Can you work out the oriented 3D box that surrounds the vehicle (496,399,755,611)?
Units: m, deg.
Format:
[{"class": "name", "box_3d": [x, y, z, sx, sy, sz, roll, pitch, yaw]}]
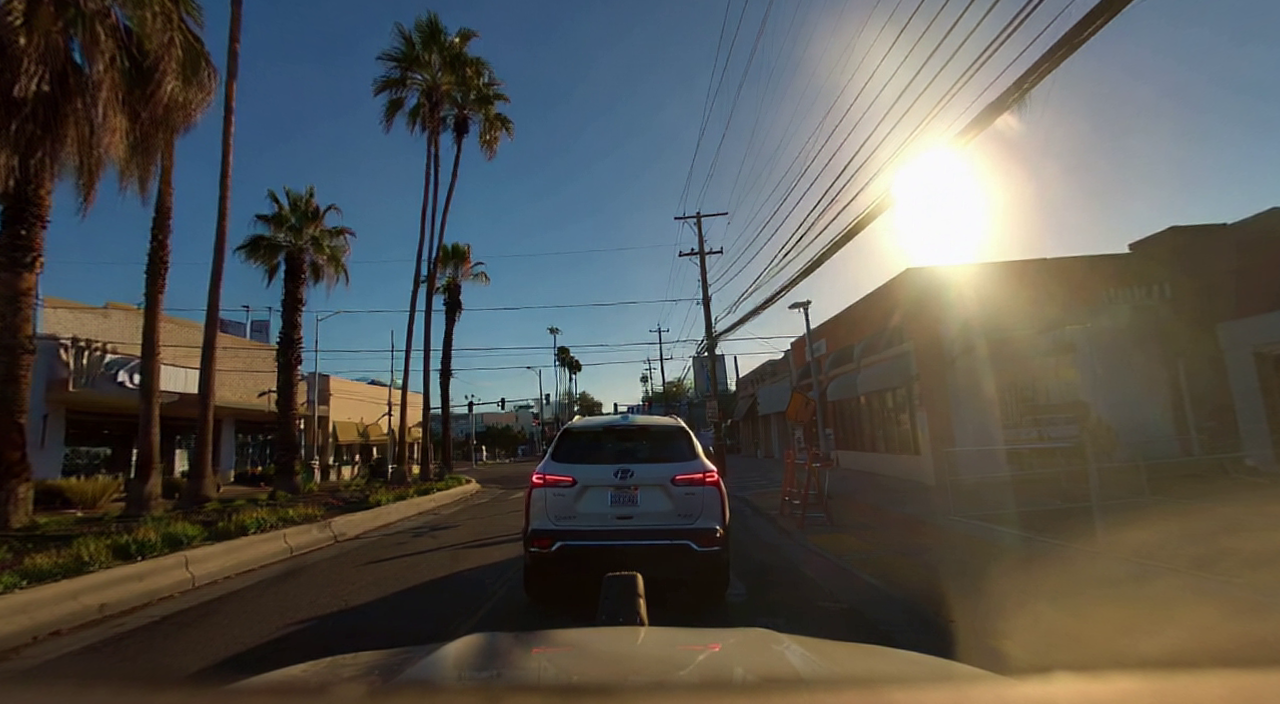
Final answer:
[{"class": "vehicle", "box_3d": [-0.201, 1.517, 7.107, 2.105, 1.702, 3.750, 0, -8, -3]}]
